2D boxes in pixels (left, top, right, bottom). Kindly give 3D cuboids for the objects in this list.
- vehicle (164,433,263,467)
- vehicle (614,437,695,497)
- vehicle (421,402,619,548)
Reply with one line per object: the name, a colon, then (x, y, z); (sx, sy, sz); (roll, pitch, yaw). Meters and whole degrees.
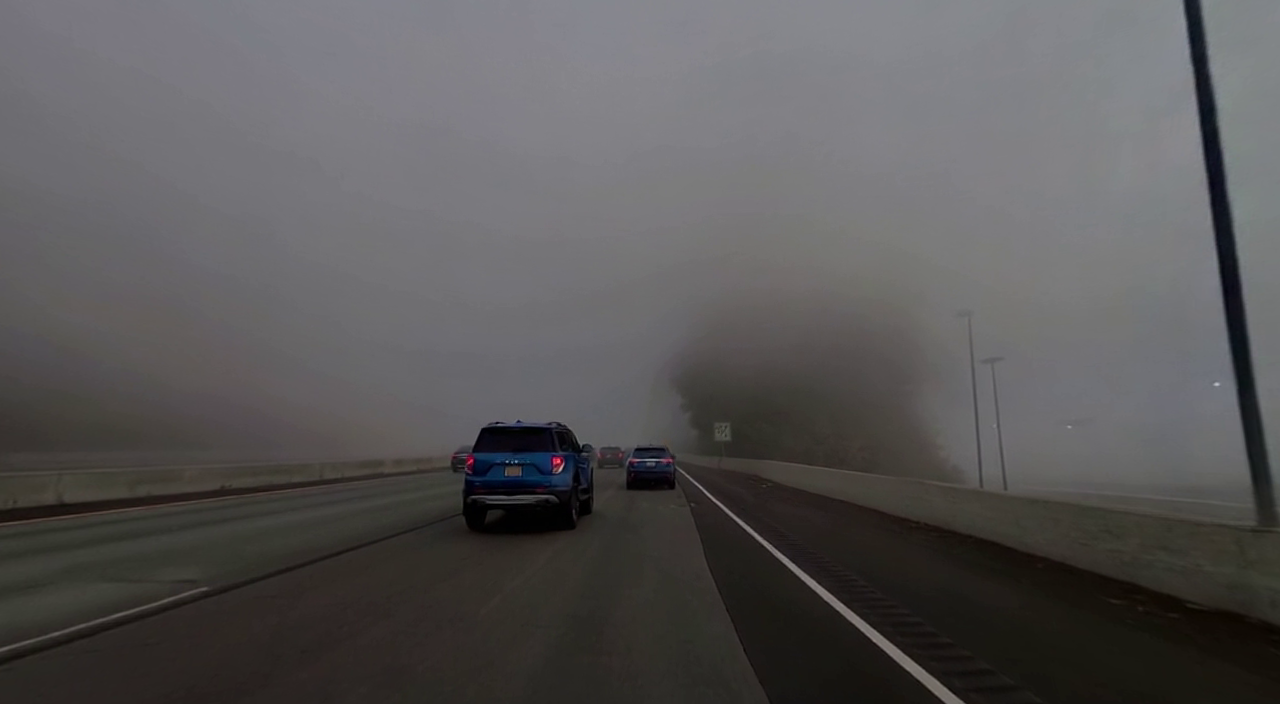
vehicle: (-30.738, 7.105, 45.752); (2.256, 2.318, 6.501); (-1, -9, 4)
vehicle: (0.436, 3.229, 18.031); (2.068, 1.488, 4.045); (0, -9, 2)
vehicle: (-1.561, 1.842, 9.957); (2.123, 1.798, 4.108); (0, -9, 3)
